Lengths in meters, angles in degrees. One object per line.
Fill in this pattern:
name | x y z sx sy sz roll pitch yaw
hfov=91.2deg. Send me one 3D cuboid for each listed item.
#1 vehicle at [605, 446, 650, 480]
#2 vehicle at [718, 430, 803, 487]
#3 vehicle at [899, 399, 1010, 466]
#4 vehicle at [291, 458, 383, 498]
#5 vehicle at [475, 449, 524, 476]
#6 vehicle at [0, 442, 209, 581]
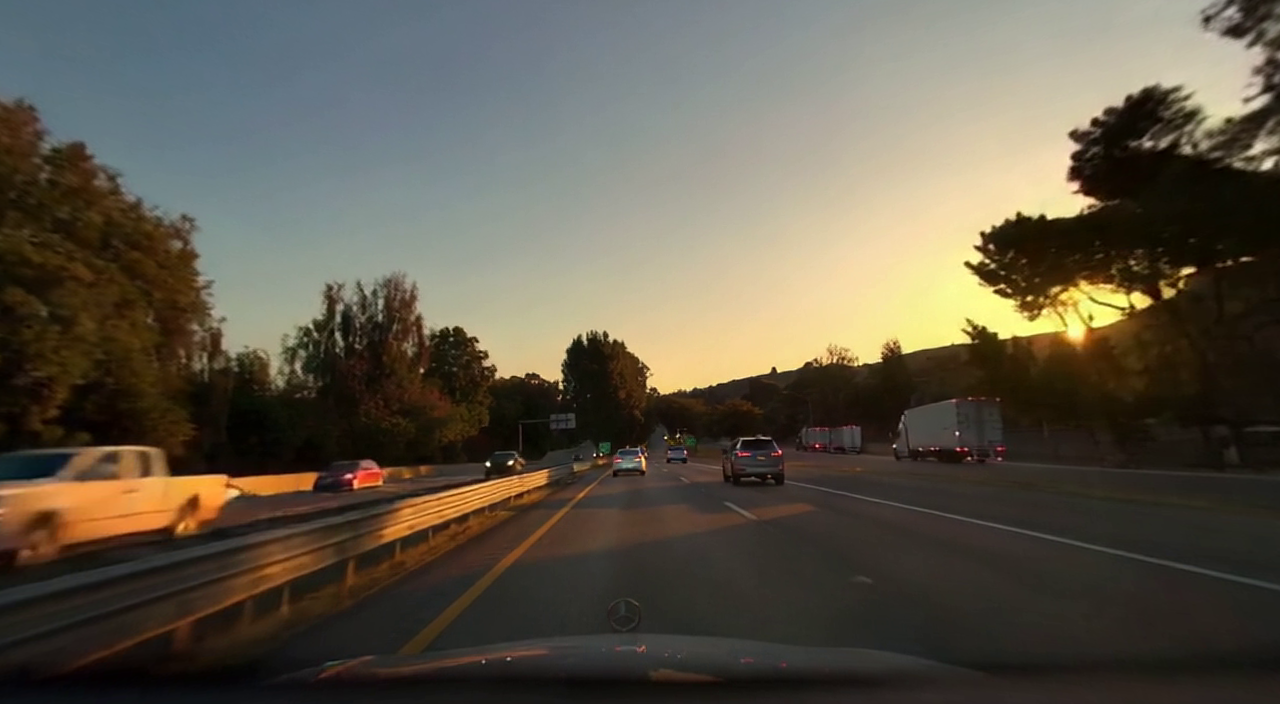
vehicle | -0.593 5.318 30.269 2.029 1.483 3.769 0 -9 0
vehicle | 4.488 4.082 24.191 2.261 1.952 4.784 0 -9 -1
vehicle | 22.319 6.064 45.726 2.890 4.108 13.635 -2 -9 8
vehicle | -12.928 5.379 27.080 1.884 1.502 4.159 0 -9 0
vehicle | -9.254 7.325 41.708 2.063 1.683 4.605 -1 -9 1
vehicle | -8.911 2.203 9.203 2.020 1.686 4.335 0 -9 0
